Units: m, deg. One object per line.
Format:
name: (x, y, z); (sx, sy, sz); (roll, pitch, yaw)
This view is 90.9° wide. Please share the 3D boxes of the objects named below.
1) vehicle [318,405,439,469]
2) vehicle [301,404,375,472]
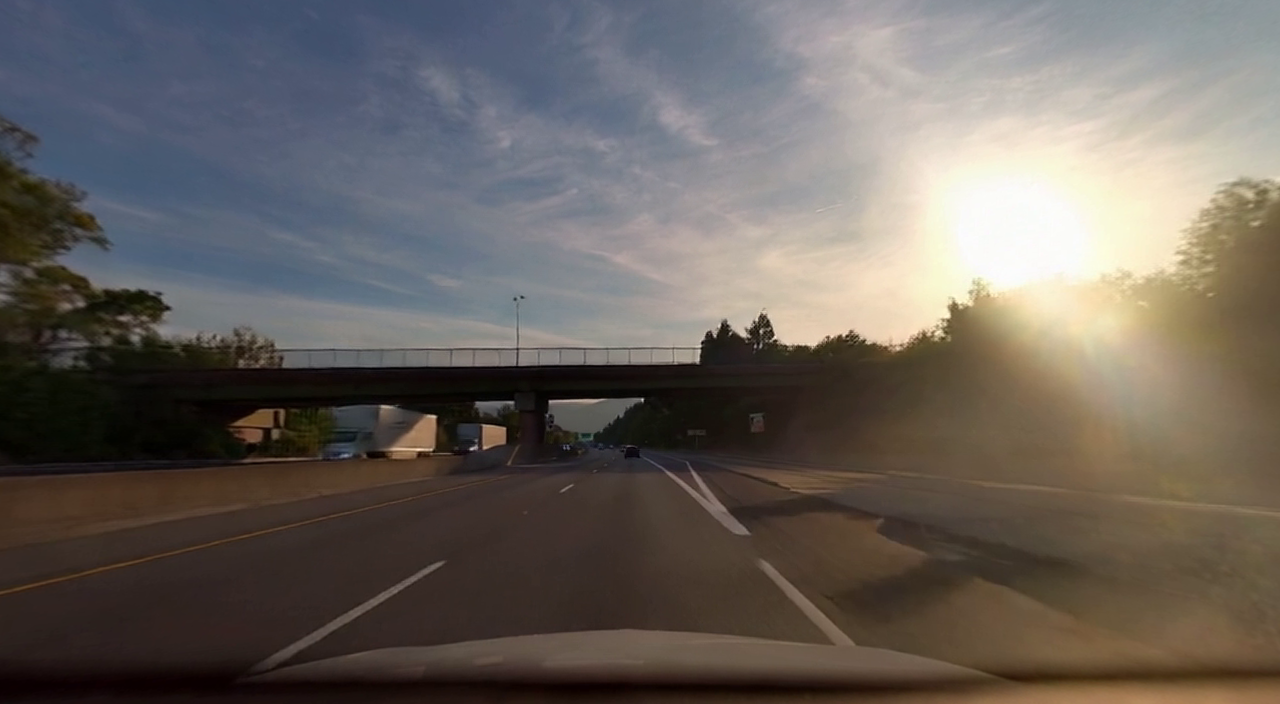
vehicle: (-18.475, 6.341, 46.220); (2.906, 3.972, 14.227); (0, -9, -1)
vehicle: (-18.319, 5.244, 38.447); (2.956, 3.987, 2.717); (0, -9, 0)
